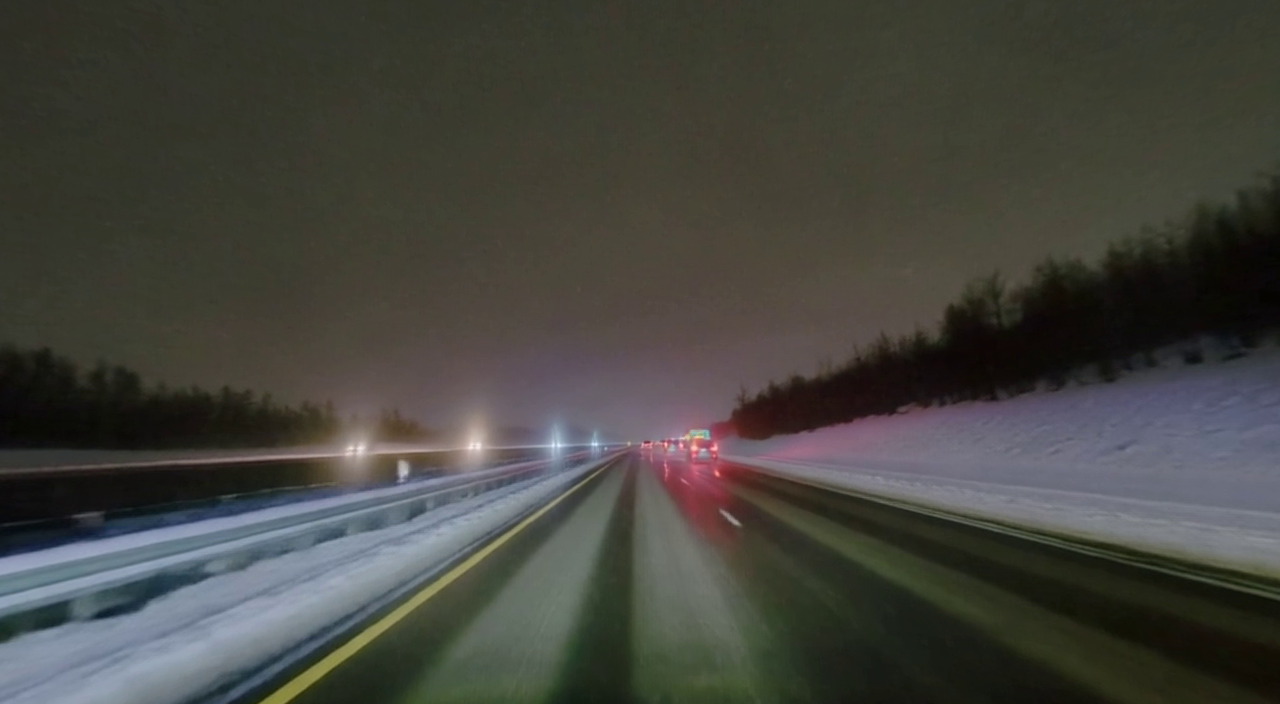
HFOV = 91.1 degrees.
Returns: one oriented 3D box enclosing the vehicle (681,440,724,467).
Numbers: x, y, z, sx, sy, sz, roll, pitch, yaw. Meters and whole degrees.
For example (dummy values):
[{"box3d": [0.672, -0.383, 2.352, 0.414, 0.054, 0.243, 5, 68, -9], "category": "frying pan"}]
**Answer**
[{"box3d": [3.698, 6.080, 37.773, 2.044, 1.527, 4.658, 0, -8, -1], "category": "vehicle"}]
